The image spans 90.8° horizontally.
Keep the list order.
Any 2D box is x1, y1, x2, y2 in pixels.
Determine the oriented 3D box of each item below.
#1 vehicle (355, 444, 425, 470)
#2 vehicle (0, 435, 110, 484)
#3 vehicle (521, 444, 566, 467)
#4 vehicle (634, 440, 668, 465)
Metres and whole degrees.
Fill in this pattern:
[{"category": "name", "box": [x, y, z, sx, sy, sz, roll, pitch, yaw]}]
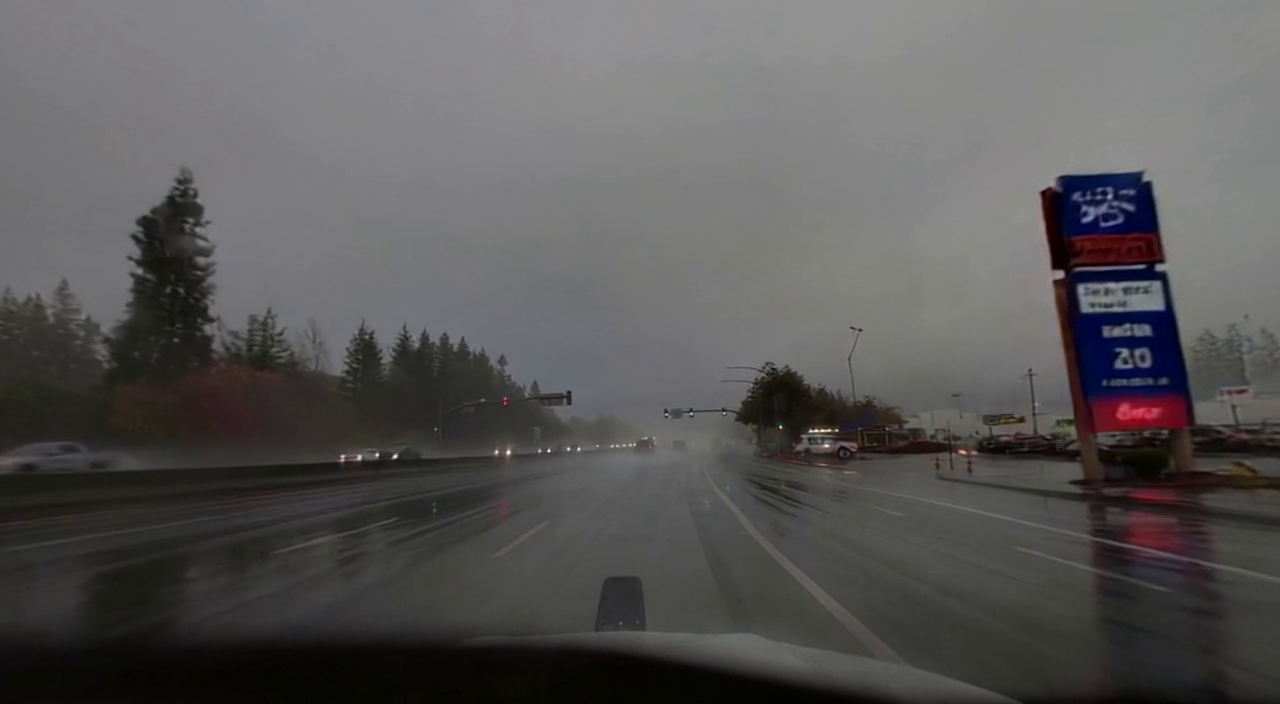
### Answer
[{"category": "vehicle", "box": [-15.452, 6.481, 39.355, 1.933, 1.490, 4.704, -1, -9, 7]}, {"category": "vehicle", "box": [-23.541, 4.105, 24.357, 2.090, 1.720, 4.470, -1, -9, 5]}, {"category": "vehicle", "box": [-6.685, 7.189, 44.096, 1.903, 1.451, 4.461, -1, -9, 7]}, {"category": "vehicle", "box": [0.859, 7.520, 47.351, 2.139, 1.782, 4.079, -1, -9, 7]}]
